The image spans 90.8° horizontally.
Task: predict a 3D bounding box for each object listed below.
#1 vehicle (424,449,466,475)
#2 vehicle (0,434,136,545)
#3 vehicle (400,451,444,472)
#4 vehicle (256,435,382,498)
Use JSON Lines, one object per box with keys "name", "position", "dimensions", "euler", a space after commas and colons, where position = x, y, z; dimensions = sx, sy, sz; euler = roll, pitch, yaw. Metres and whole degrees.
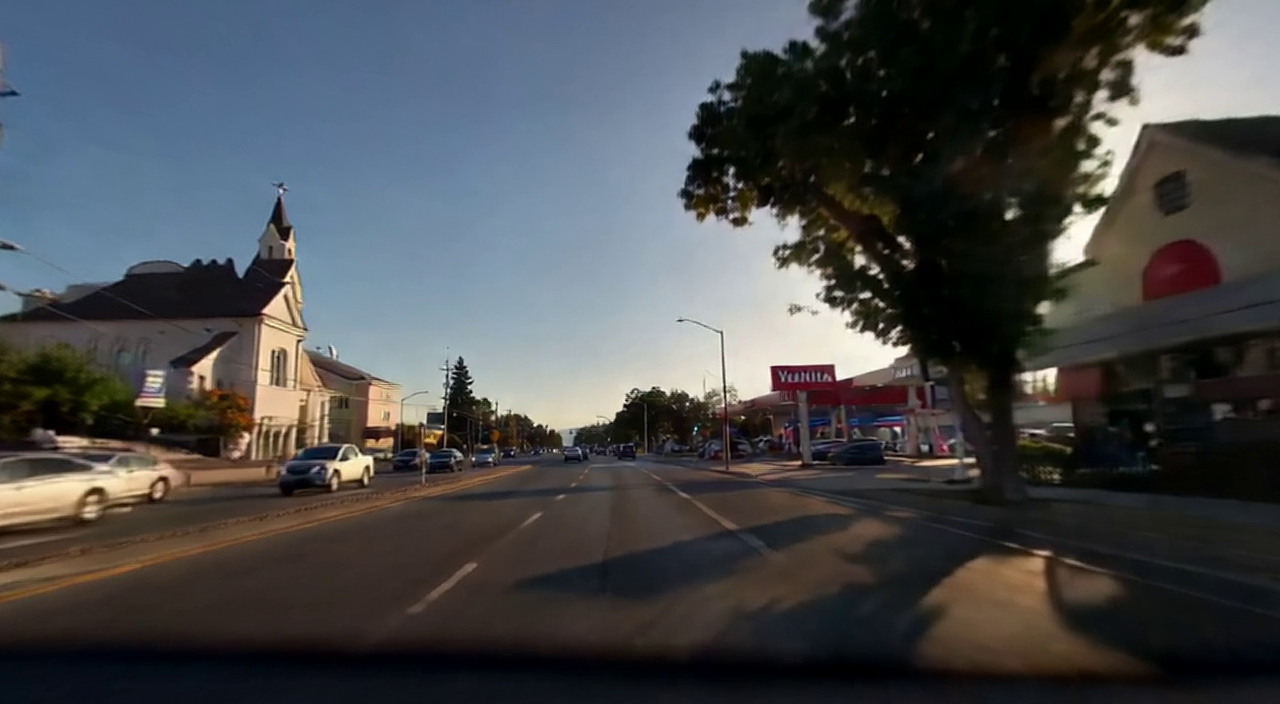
{"name": "vehicle", "position": [-12.336, 6.947, 40.142], "dimensions": [1.771, 1.508, 3.453], "euler": [0, -8, -3]}
{"name": "vehicle", "position": [-11.022, 2.177, 10.048], "dimensions": [2.134, 1.705, 4.710], "euler": [0, -8, -1]}
{"name": "vehicle", "position": [-16.802, 8.433, 48.900], "dimensions": [2.045, 1.519, 4.401], "euler": [0, -9, -4]}
{"name": "vehicle", "position": [-11.537, 4.116, 23.198], "dimensions": [2.206, 1.922, 4.968], "euler": [-2, -8, -2]}
